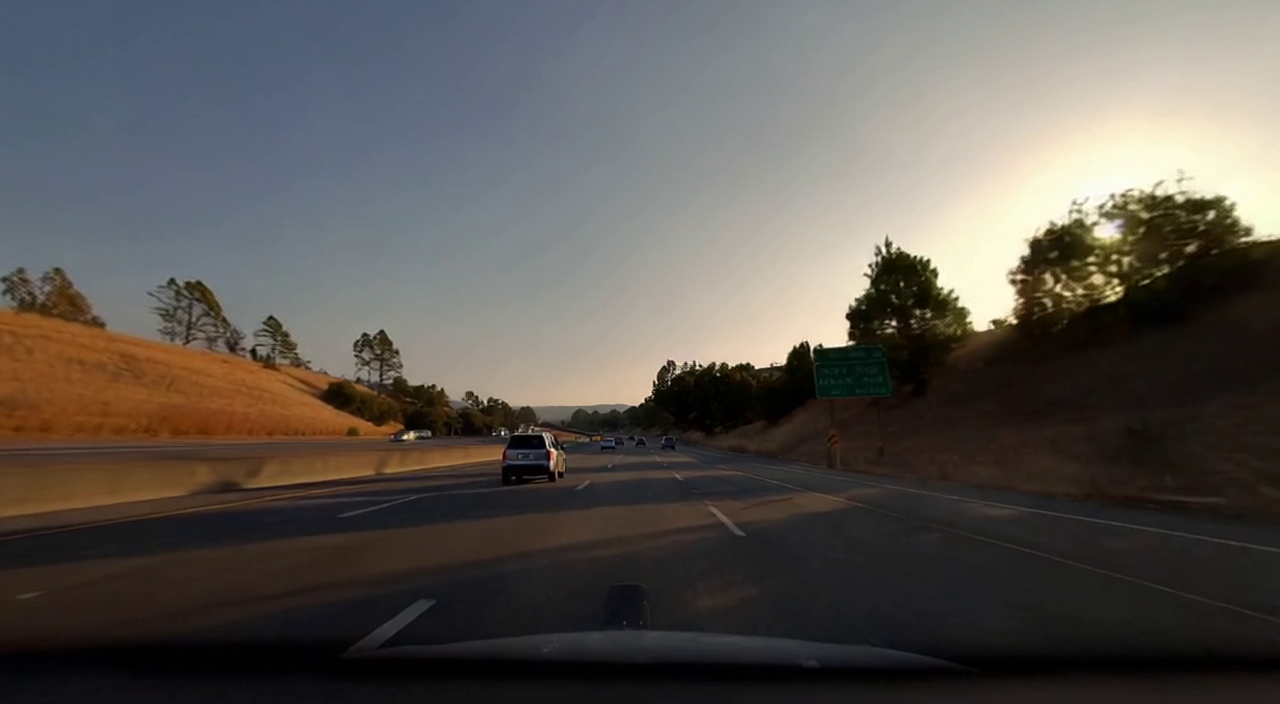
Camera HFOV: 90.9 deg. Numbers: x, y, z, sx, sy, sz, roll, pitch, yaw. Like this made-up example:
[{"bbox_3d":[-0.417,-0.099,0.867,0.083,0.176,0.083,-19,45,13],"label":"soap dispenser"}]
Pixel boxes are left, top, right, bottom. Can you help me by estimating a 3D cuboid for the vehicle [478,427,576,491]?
[{"bbox_3d":[-3.541,3.489,20.829,2.218,1.848,4.789,0,-9,1],"label":"vehicle"}]
